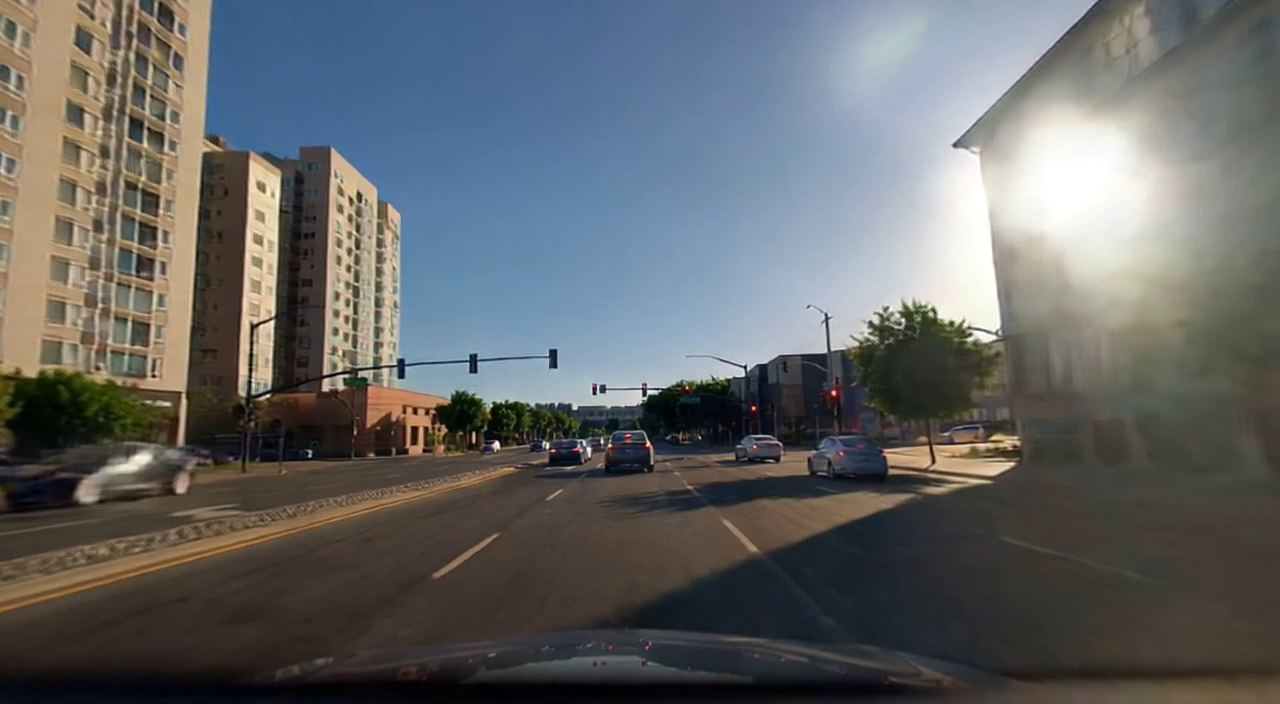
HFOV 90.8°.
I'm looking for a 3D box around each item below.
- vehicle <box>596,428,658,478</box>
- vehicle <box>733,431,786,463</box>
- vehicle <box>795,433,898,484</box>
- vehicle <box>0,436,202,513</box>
[{"bbox_3d":[-0.424,3.583,22.513,2.032,1.593,3.896,0,-9,0],"label":"vehicle"},{"bbox_3d":[6.343,5.128,33.994,1.963,1.611,4.359,0,-9,-1],"label":"vehicle"},{"bbox_3d":[6.346,3.325,19.950,1.768,1.417,4.213,0,-9,-1],"label":"vehicle"},{"bbox_3d":[-14.024,3.083,16.422,1.858,1.686,4.330,-1,-9,5],"label":"vehicle"}]
